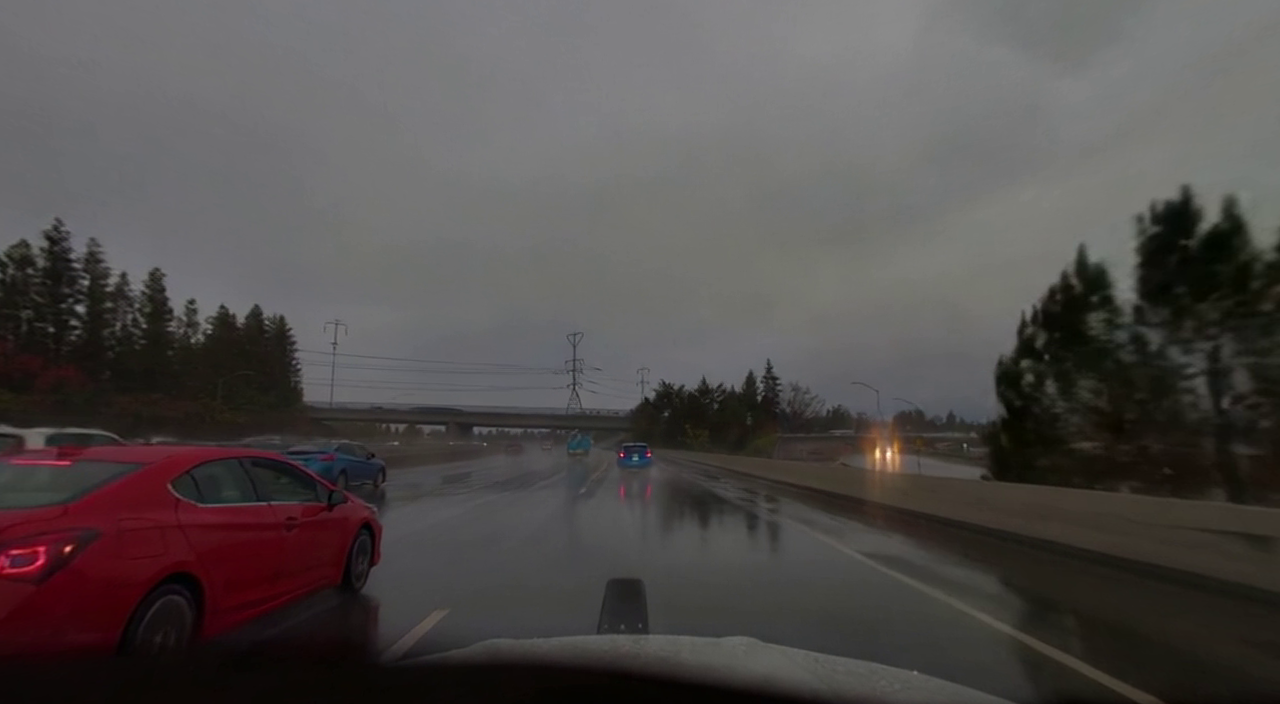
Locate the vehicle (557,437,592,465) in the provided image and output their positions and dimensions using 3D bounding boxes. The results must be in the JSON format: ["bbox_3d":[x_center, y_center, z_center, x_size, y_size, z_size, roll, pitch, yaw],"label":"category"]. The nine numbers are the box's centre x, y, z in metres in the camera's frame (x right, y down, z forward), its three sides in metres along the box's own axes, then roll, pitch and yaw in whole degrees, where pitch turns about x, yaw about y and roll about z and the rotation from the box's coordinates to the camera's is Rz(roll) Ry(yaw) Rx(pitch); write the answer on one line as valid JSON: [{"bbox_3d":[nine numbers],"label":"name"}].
[{"bbox_3d":[-4.411,6.748,42.960,2.174,1.806,3.932,1,-9,-3],"label":"vehicle"}]

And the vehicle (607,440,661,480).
[{"bbox_3d":[-0.288,4.260,25.002,1.954,1.460,3.983,1,-9,-2],"label":"vehicle"}]

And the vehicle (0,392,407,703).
[{"bbox_3d":[-3.630,1.233,4.604,2.035,1.514,4.600,0,-9,0],"label":"vehicle"}]
